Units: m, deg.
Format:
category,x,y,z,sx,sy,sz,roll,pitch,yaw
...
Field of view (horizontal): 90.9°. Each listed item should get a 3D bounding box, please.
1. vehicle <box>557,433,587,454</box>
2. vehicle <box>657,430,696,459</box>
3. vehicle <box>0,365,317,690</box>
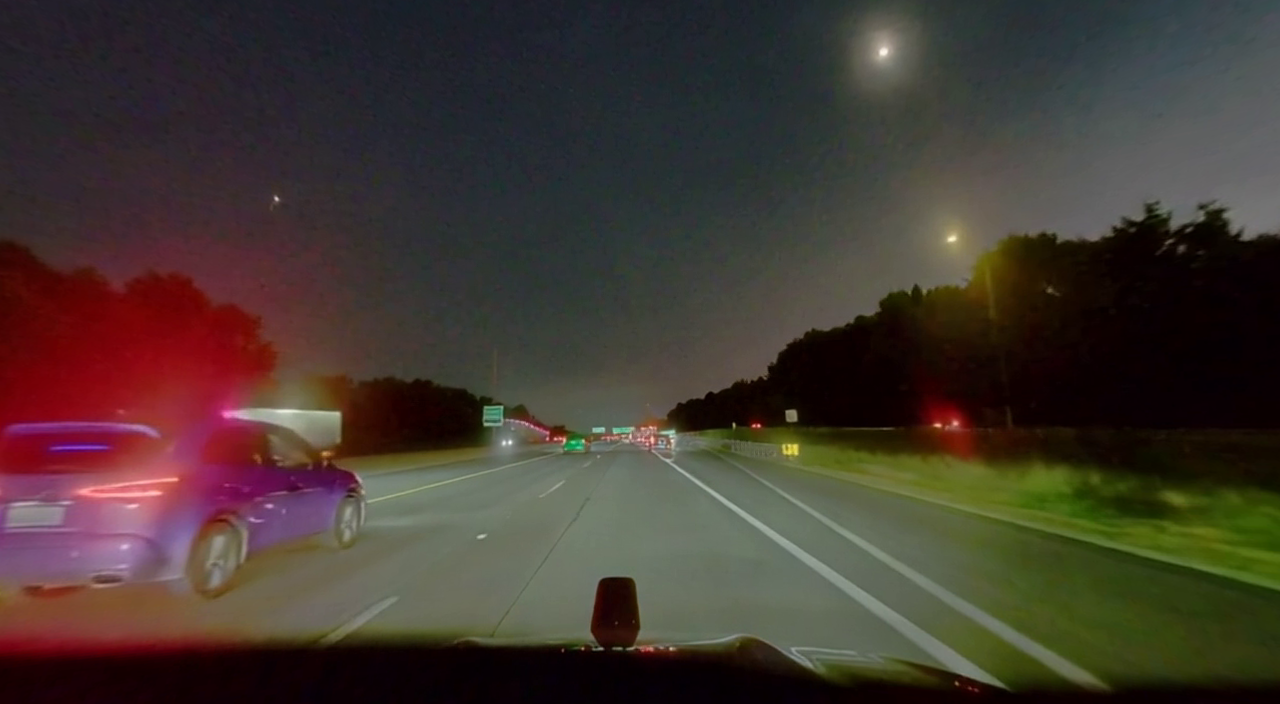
category,x,y,z,sx,sy,sz,roll,pitch,yaw
vehicle,-5.219,7.046,48.599,1.959,1.514,3.668,0,-8,-1
vehicle,2.060,5.373,36.721,2.139,1.561,4.060,0,-8,1
vehicle,-4.296,1.037,4.254,2.002,1.645,4.329,0,-8,-2
